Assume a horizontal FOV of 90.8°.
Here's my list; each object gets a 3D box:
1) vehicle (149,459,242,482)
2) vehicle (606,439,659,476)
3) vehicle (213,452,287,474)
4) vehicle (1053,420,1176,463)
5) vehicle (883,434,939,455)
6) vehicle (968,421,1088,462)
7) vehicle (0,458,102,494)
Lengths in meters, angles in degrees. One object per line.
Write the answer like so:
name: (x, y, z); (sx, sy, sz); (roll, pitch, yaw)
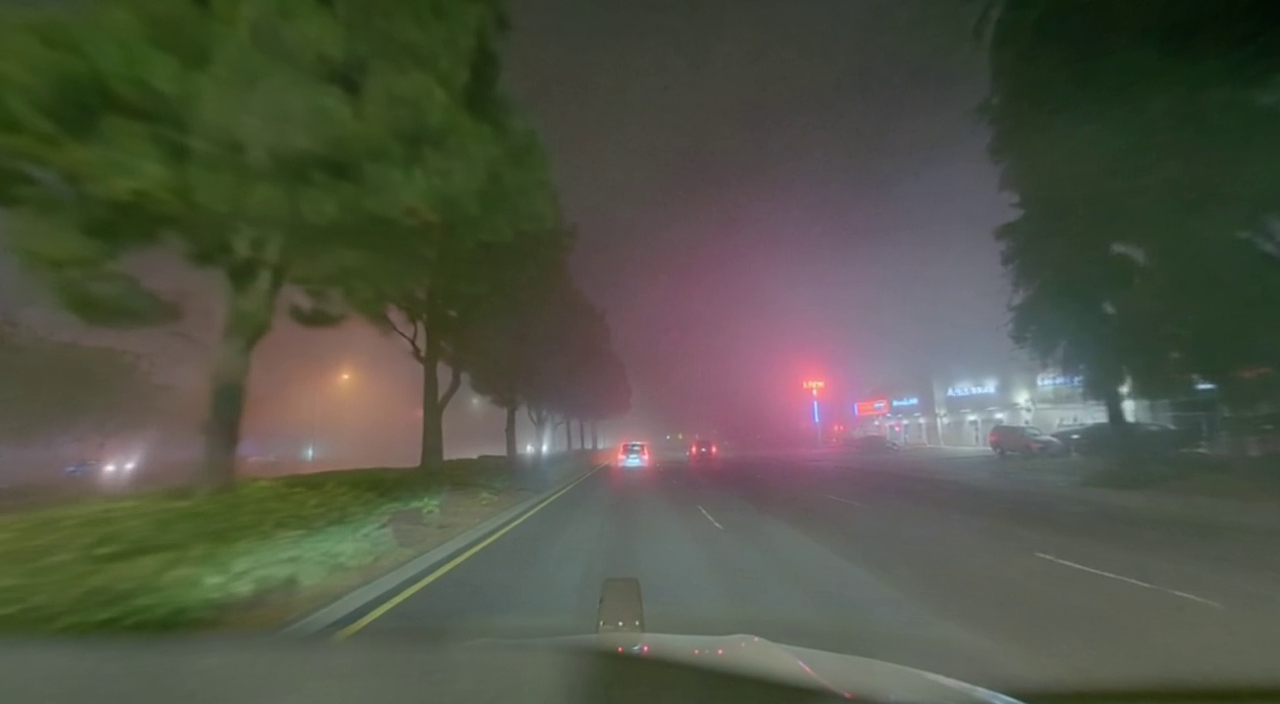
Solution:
vehicle: (-30.668, 8.171, 43.686); (4.820, 1.477, 2.105); (0, -8, -1)
vehicle: (-0.281, 4.531, 27.467); (2.126, 1.475, 3.967); (0, -8, 0)
vehicle: (-30.396, 8.675, 49.288); (4.486, 1.610, 2.020); (-1, -8, 3)
vehicle: (23.961, 4.570, 32.263); (2.126, 1.971, 5.619); (-1, -9, 3)
vehicle: (21.134, 7.244, 49.483); (2.136, 1.603, 4.534); (0, -8, -4)
vehicle: (20.646, 4.826, 34.090); (2.356, 2.005, 6.308); (0, -8, -1)
vehicle: (-29.842, 6.117, 31.287); (4.360, 1.606, 1.978); (1, -8, -5)
